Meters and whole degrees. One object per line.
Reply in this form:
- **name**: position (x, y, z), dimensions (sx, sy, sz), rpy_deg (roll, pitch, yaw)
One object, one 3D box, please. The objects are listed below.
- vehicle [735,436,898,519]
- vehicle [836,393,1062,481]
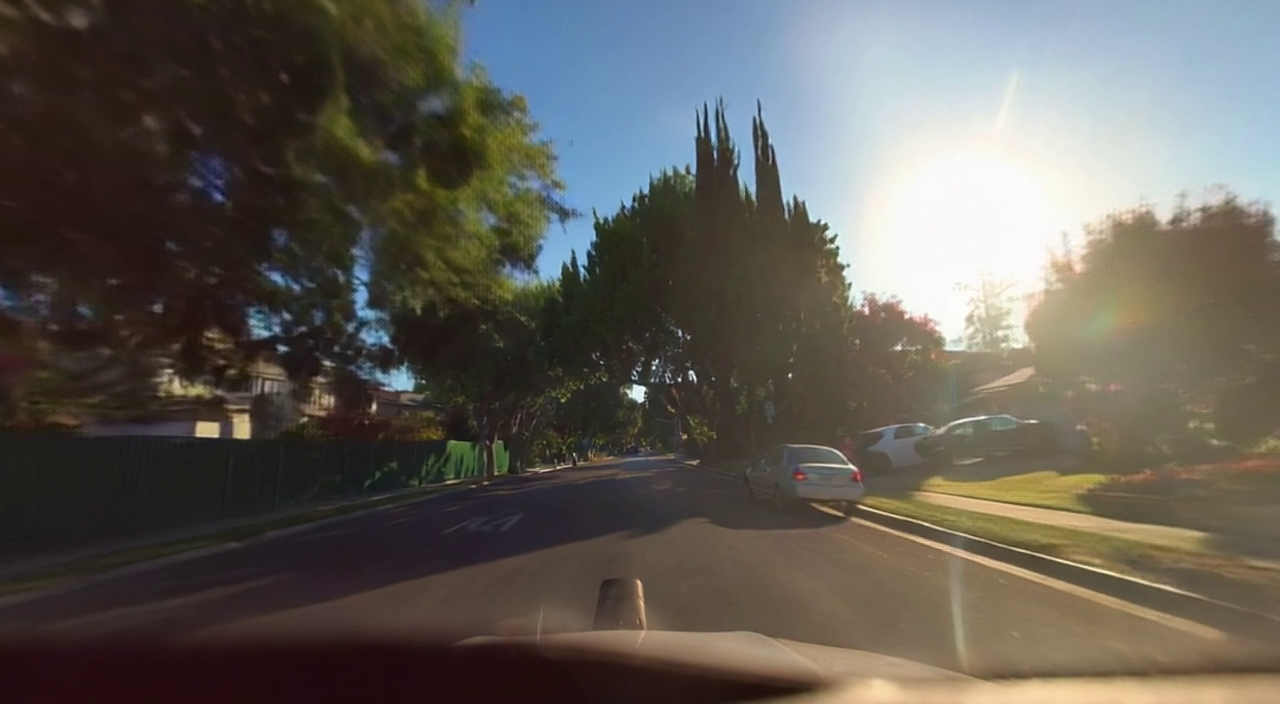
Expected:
- **vehicle**: position (3.674, 2.712, 14.324), dimensions (2.051, 1.524, 5.047), rpy_deg (0, -8, -2)
- **vehicle**: position (9.749, 2.761, 20.367), dimensions (5.935, 1.911, 2.236), rpy_deg (-7, -10, -1)
